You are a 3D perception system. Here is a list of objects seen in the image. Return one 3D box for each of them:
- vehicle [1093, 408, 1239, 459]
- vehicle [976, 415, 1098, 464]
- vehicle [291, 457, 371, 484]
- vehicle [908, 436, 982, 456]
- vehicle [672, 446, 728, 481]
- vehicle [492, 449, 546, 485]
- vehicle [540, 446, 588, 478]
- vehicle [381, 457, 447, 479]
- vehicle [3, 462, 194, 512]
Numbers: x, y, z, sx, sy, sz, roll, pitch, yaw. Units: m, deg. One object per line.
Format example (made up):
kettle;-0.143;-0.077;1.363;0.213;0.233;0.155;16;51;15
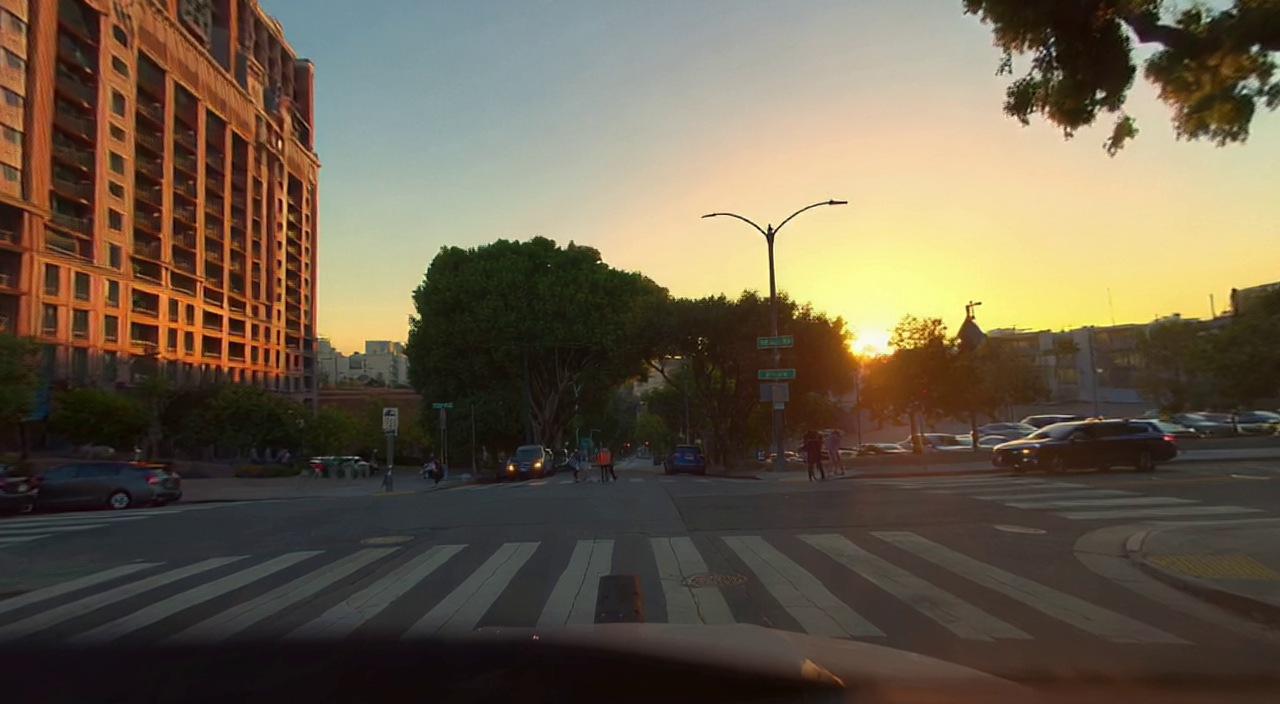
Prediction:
vehicle;22.304;3.533;27.143;2.137;1.962;4.988;-1;-8;3
vehicle;16.743;3.791;26.996;2.041;1.921;4.574;0;-9;-2
vehicle;-23.174;8.886;47.473;4.844;1.836;2.117;-1;-8;4
vehicle;23.014;7.088;47.770;4.528;1.475;2.070;0;-8;3
vehicle;3.281;5.895;33.693;1.942;1.603;3.785;1;-7;22
vehicle;-7.616;7.250;40.251;2.193;1.814;5.061;-9;-8;0
vehicle;-4.445;6.548;37.695;2.102;1.768;4.290;-1;-9;3
vehicle;-16.907;8.662;47.371;4.203;1.544;1.889;0;-8;2
vehicle;-17.316;4.316;20.373;4.439;1.448;1.793;0;-9;0
